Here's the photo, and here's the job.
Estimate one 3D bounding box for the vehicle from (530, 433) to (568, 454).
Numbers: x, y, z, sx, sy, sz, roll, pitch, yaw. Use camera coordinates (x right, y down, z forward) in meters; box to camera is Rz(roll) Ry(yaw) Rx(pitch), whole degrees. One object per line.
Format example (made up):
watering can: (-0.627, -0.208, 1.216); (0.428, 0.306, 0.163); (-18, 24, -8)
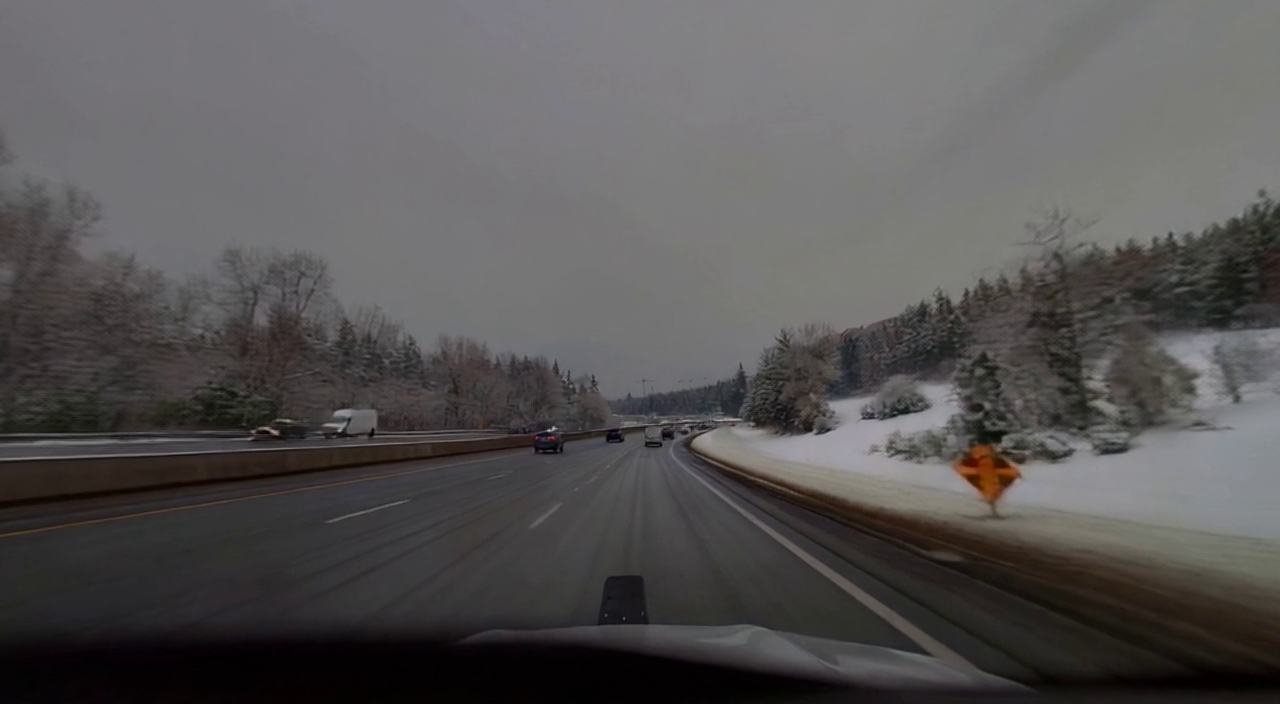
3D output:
vehicle: (-6.581, 6.687, 46.105); (1.966, 1.488, 4.243); (0, -8, 3)
